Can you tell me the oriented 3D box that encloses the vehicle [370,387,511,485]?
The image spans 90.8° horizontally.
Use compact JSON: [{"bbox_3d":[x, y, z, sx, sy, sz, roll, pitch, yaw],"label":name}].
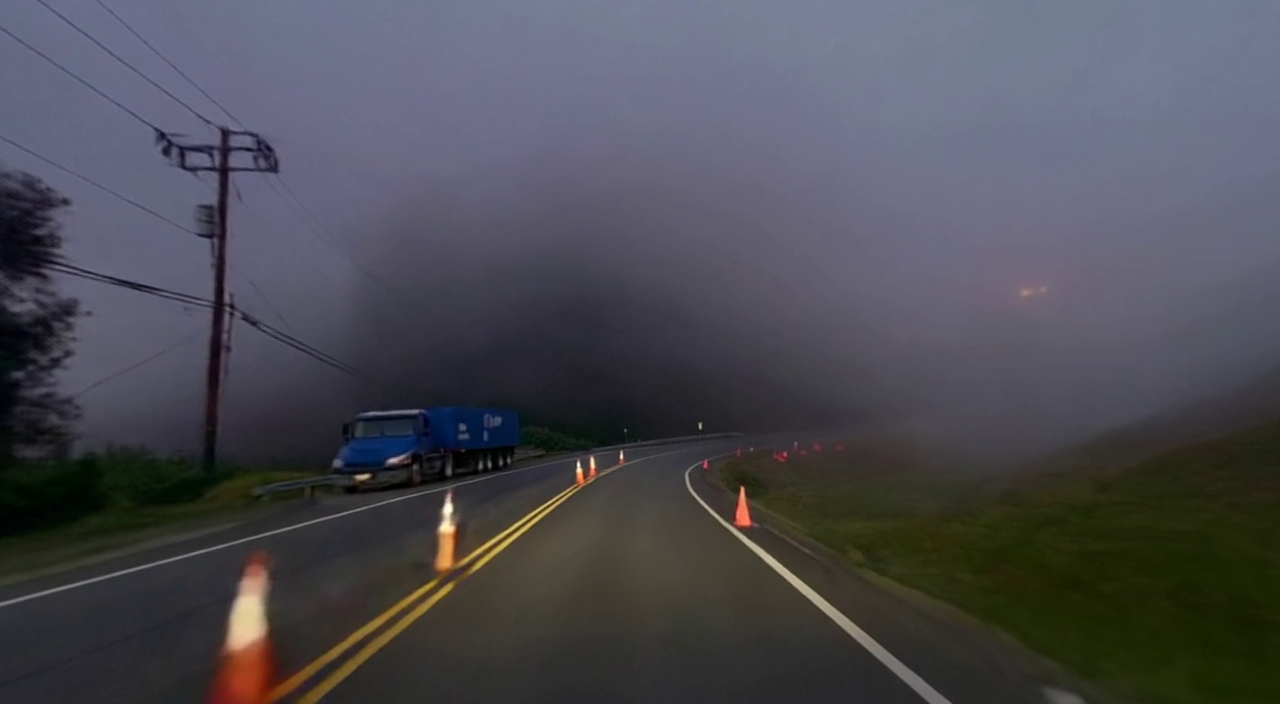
[{"bbox_3d":[-7.641,3.372,25.317,3.031,3.185,7.053,-4,-8,3],"label":"vehicle"}]
